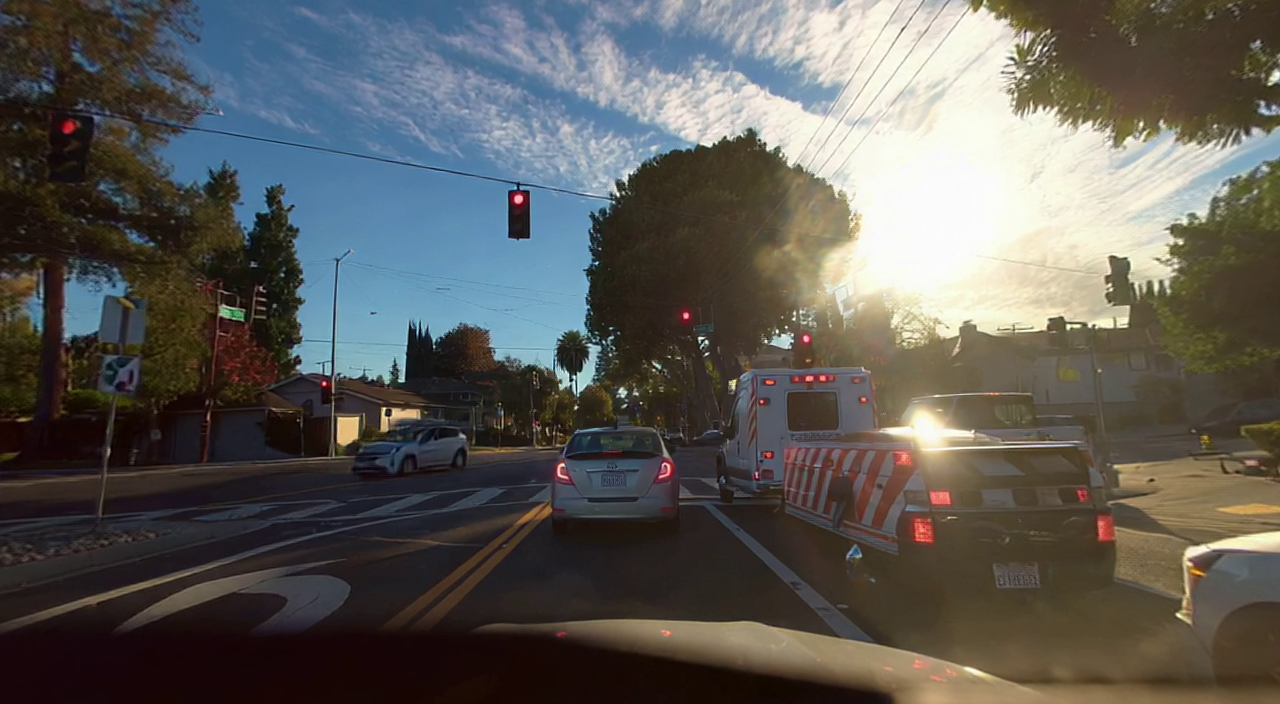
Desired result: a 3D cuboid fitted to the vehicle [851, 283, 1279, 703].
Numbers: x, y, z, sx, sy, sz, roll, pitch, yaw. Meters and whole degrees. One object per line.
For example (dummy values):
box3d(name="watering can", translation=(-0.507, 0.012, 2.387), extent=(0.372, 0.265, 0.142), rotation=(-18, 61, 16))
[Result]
box3d(name="vehicle", translation=(2.851, 0.892, 2.847), extent=(2.194, 1.820, 4.652), rotation=(0, -8, 0))

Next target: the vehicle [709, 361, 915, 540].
box3d(name="vehicle", translation=(2.891, 1.879, 12.372), extent=(2.406, 2.687, 5.521), rotation=(0, -8, 0))

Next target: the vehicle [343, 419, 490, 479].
box3d(name="vehicle", translation=(-8.374, 3.731, 24.493), extent=(2.349, 1.988, 5.813), rotation=(-3, -9, 16))

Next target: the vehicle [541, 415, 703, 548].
box3d(name="vehicle", translation=(-0.271, 1.970, 10.182), extent=(2.114, 1.707, 3.725), rotation=(0, -8, -1))
